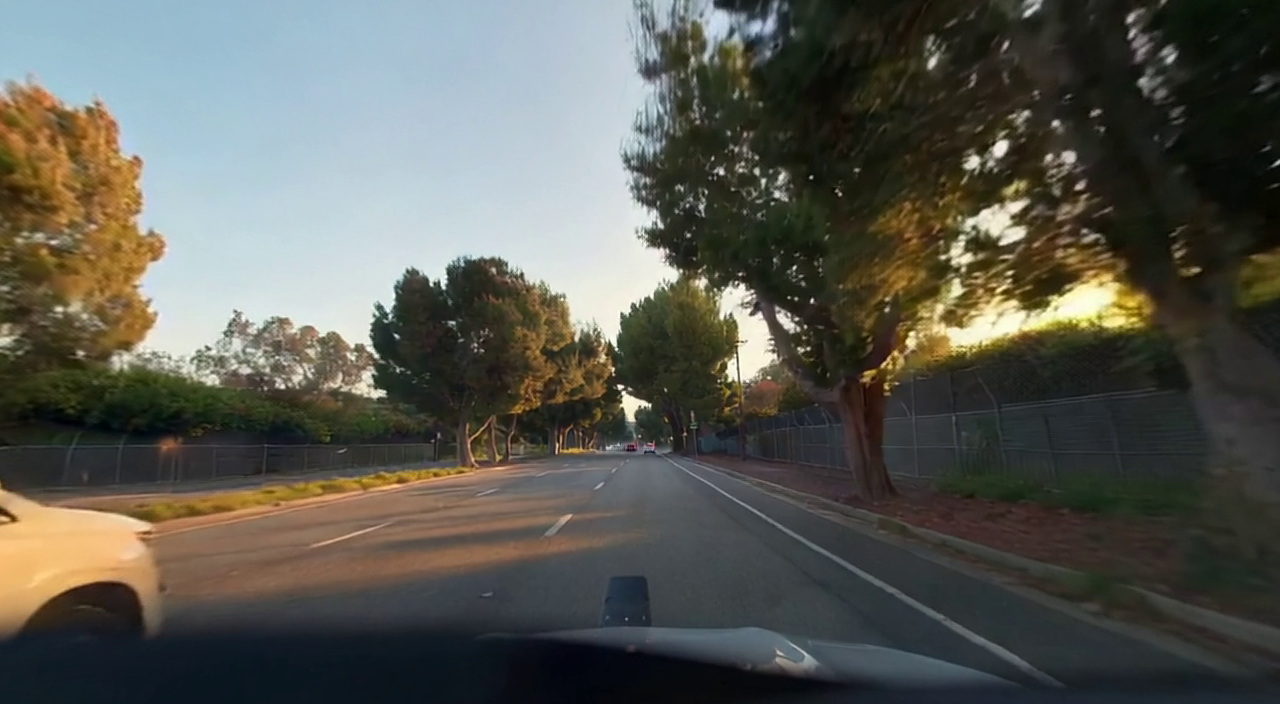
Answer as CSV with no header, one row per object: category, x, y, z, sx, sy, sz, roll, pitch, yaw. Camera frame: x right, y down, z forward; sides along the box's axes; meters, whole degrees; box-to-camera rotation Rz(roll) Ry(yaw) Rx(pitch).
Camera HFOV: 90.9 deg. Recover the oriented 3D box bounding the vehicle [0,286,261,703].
vehicle,-3.246,0.572,1.127,2.160,1.855,4.695,0,-8,0
